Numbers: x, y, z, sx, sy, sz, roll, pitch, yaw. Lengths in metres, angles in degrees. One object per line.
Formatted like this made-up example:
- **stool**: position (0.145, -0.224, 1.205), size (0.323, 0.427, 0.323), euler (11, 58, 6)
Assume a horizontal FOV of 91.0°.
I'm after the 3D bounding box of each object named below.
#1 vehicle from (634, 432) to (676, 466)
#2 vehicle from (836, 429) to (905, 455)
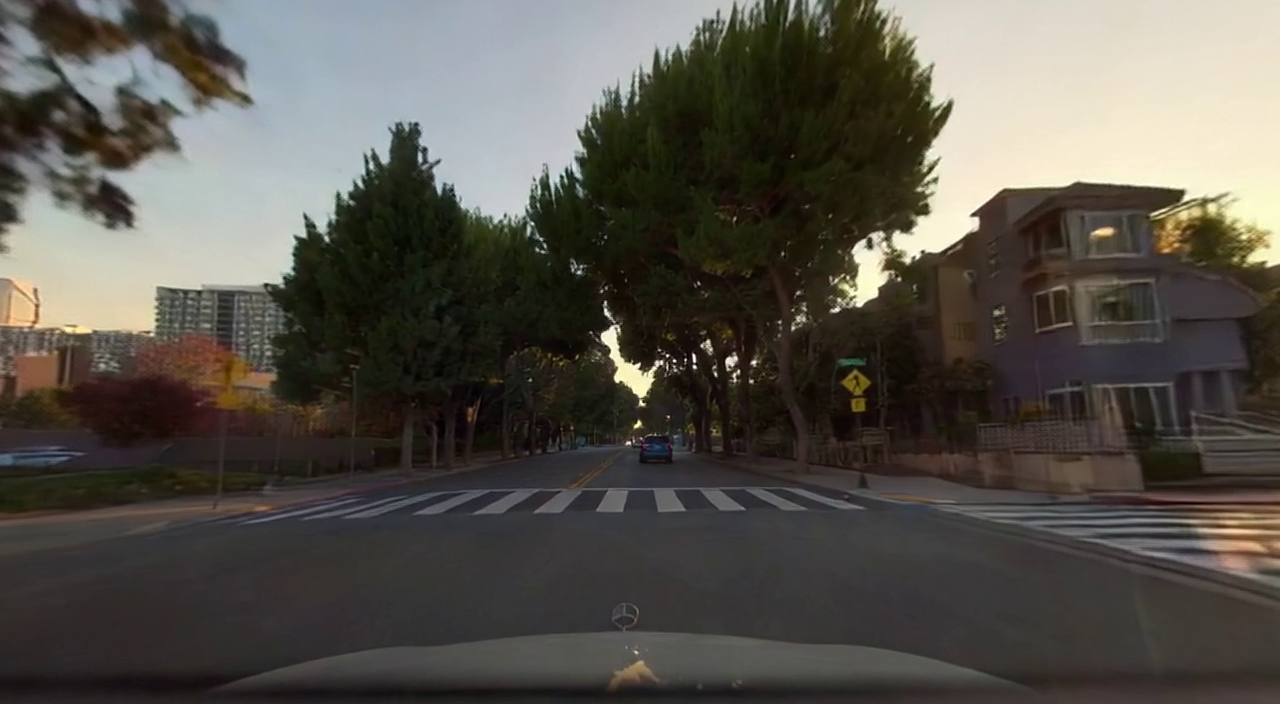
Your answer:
- **vehicle**: position (0.742, 5.120, 33.391), size (1.981, 1.703, 3.691), euler (0, -8, -2)
- **vehicle**: position (17.159, 6.752, 47.000), size (4.237, 1.819, 2.245), euler (-1, -9, 0)
